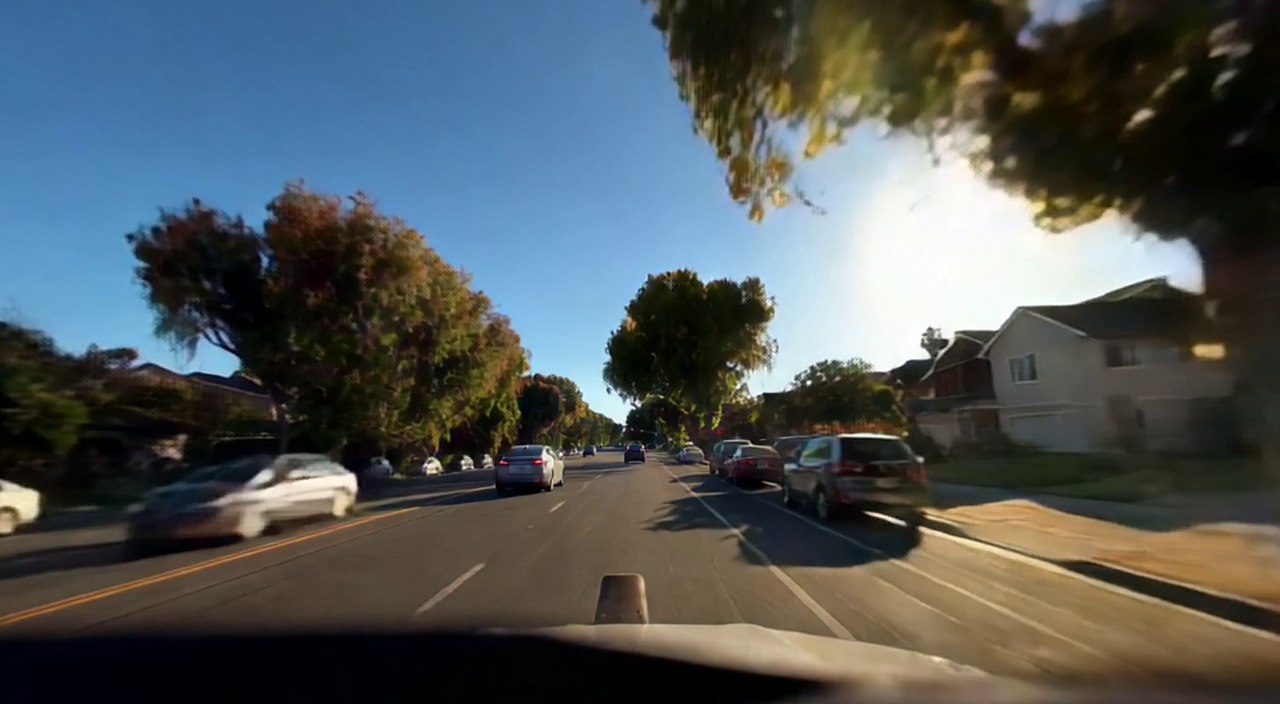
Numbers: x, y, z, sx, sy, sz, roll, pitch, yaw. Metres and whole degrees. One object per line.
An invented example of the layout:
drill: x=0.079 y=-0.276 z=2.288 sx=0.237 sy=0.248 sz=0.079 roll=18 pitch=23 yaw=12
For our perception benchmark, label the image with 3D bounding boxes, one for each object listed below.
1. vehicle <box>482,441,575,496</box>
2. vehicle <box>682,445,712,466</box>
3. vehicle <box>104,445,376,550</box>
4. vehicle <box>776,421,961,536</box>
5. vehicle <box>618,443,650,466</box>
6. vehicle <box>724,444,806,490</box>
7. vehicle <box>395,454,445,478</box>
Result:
vehicle: x=-3.280 y=3.529 z=19.559 sx=2.027 sy=1.477 sz=4.413 roll=0 pitch=-9 yaw=1
vehicle: x=4.188 y=7.723 z=47.175 sx=1.890 sy=1.459 sz=4.371 roll=0 pitch=-9 yaw=0
vehicle: x=-6.661 y=2.421 z=11.305 sx=1.944 sy=1.466 sz=4.487 roll=0 pitch=-9 yaw=-1
vehicle: x=4.092 y=2.338 z=12.249 sx=1.943 sy=1.788 sz=4.462 roll=0 pitch=-9 yaw=1
vehicle: x=-0.407 y=6.985 z=43.276 sx=2.088 sy=1.495 sz=4.048 roll=0 pitch=-9 yaw=-1
vehicle: x=4.335 y=4.082 z=22.747 sx=1.933 sy=1.463 sz=4.735 roll=0 pitch=-9 yaw=-1
vehicle: x=-14.633 y=7.590 z=42.272 sx=1.847 sy=1.494 sz=4.189 roll=0 pitch=-9 yaw=-1
